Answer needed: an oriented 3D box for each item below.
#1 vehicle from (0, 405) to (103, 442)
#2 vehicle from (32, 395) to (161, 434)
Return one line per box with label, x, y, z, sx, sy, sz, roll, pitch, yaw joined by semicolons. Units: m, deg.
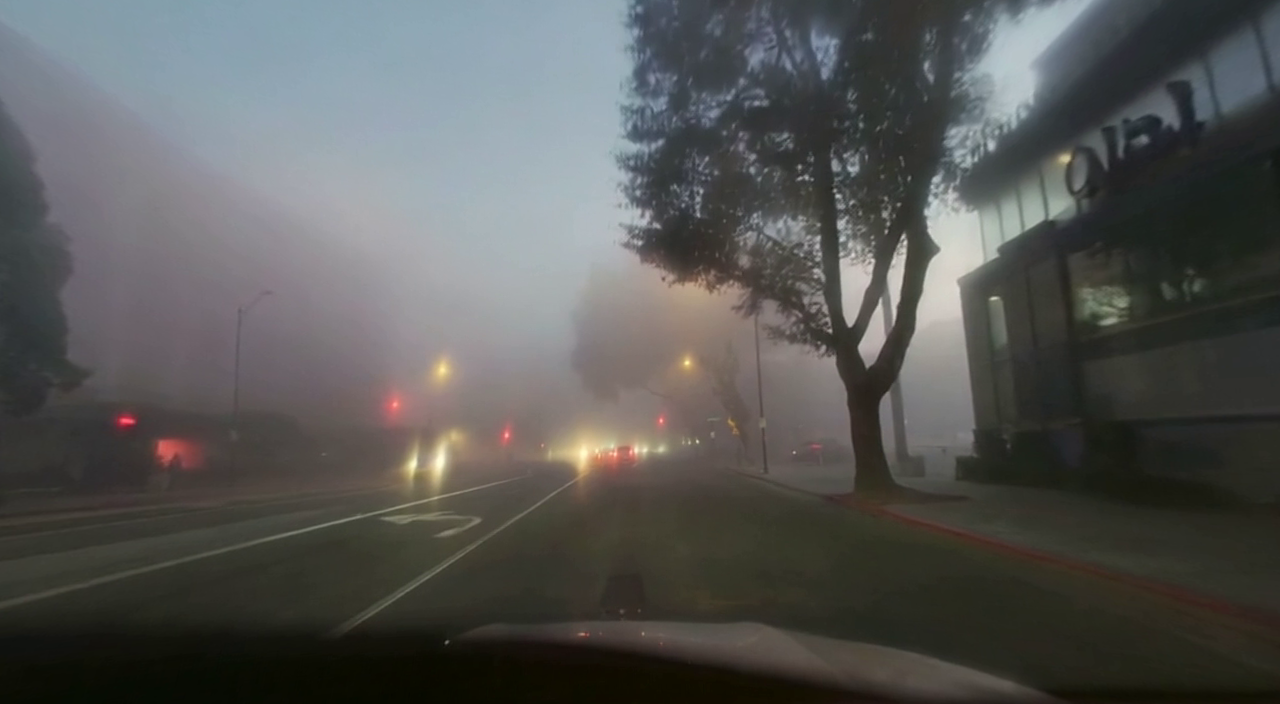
vehicle;-25.832;3.142;27.387;3.559;1.531;1.679;-1;-9;4
vehicle;-25.675;2.993;29.945;4.397;1.760;1.971;-1;-9;4
